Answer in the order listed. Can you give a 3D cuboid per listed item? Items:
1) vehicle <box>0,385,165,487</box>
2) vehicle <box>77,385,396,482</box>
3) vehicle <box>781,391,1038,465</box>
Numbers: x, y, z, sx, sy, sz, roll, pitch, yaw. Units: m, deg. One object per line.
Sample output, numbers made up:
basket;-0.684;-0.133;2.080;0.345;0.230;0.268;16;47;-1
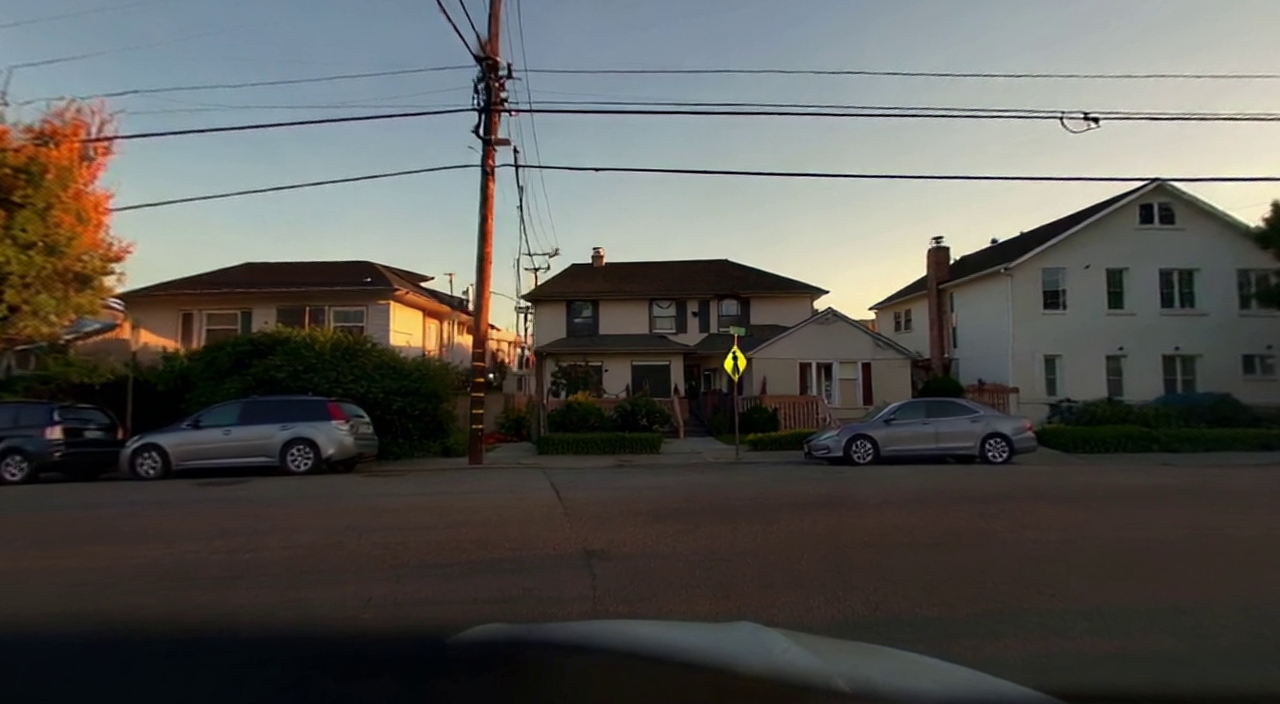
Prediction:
vehicle;-12.451;1.700;12.678;4.259;1.878;1.842;0;-8;-1
vehicle;-7.714;1.608;12.531;4.943;1.731;1.877;0;-8;-2
vehicle;5.376;1.574;13.030;4.469;1.391;1.746;0;-8;-2
